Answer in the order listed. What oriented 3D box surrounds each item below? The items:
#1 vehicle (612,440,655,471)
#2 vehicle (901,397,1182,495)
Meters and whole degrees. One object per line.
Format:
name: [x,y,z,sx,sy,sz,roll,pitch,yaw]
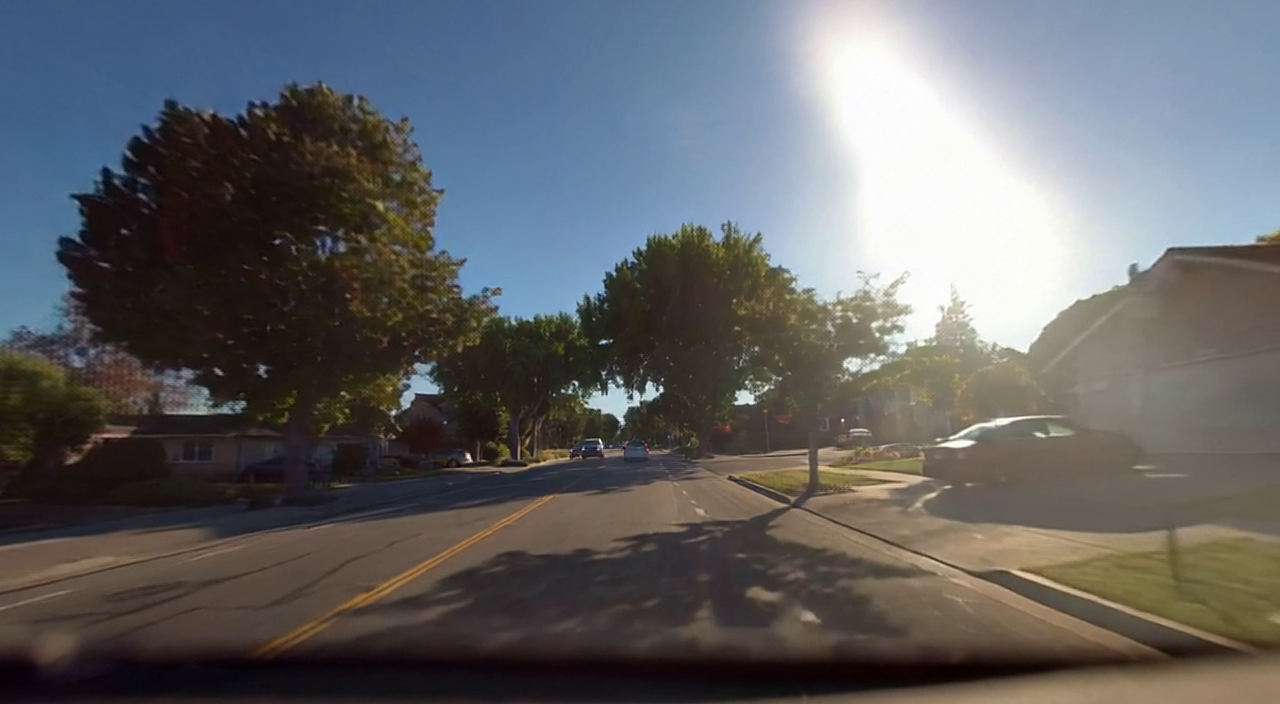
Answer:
vehicle: [-0.337,5.430,33.337,2.098,1.483,4.099,0,-9,-1]
vehicle: [8.691,2.072,14.015,4.740,1.467,2.074,-6,-8,-3]
